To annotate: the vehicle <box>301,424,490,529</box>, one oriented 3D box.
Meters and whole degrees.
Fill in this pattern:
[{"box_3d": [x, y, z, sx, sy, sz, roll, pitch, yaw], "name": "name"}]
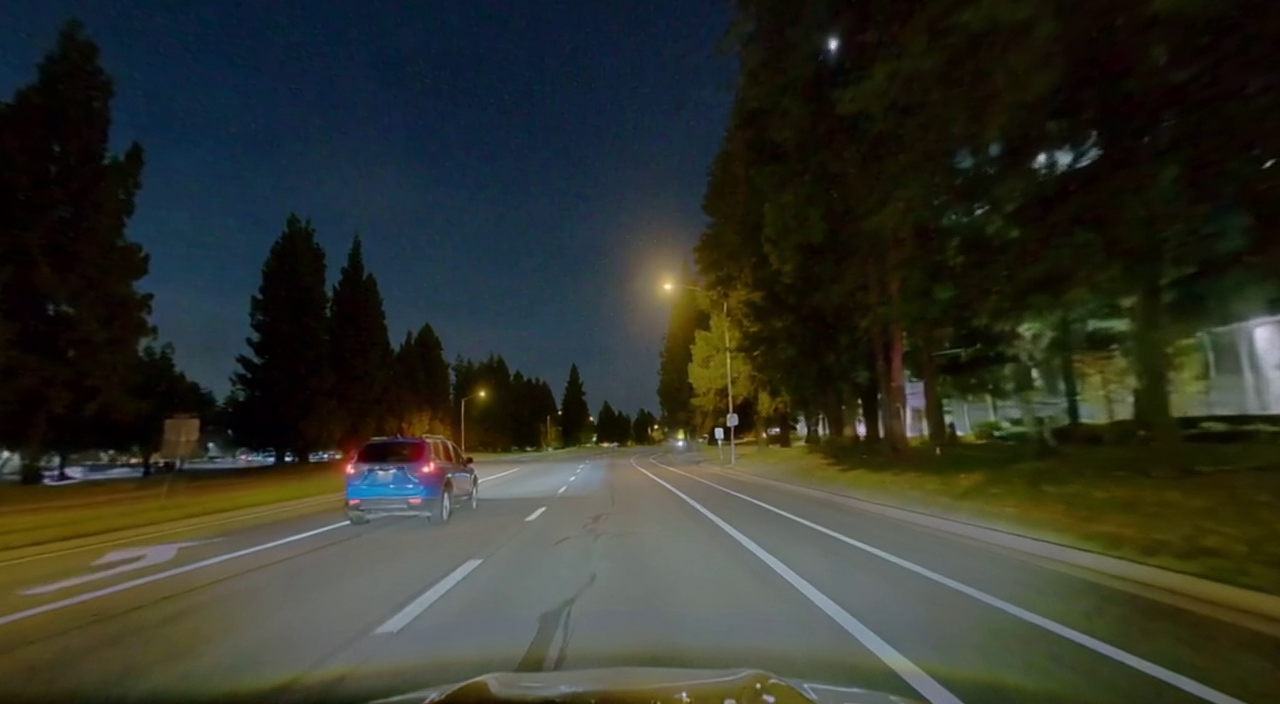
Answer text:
[{"box_3d": [-4.596, 2.410, 12.775, 2.121, 1.724, 4.392, 0, -9, -1], "name": "vehicle"}]
